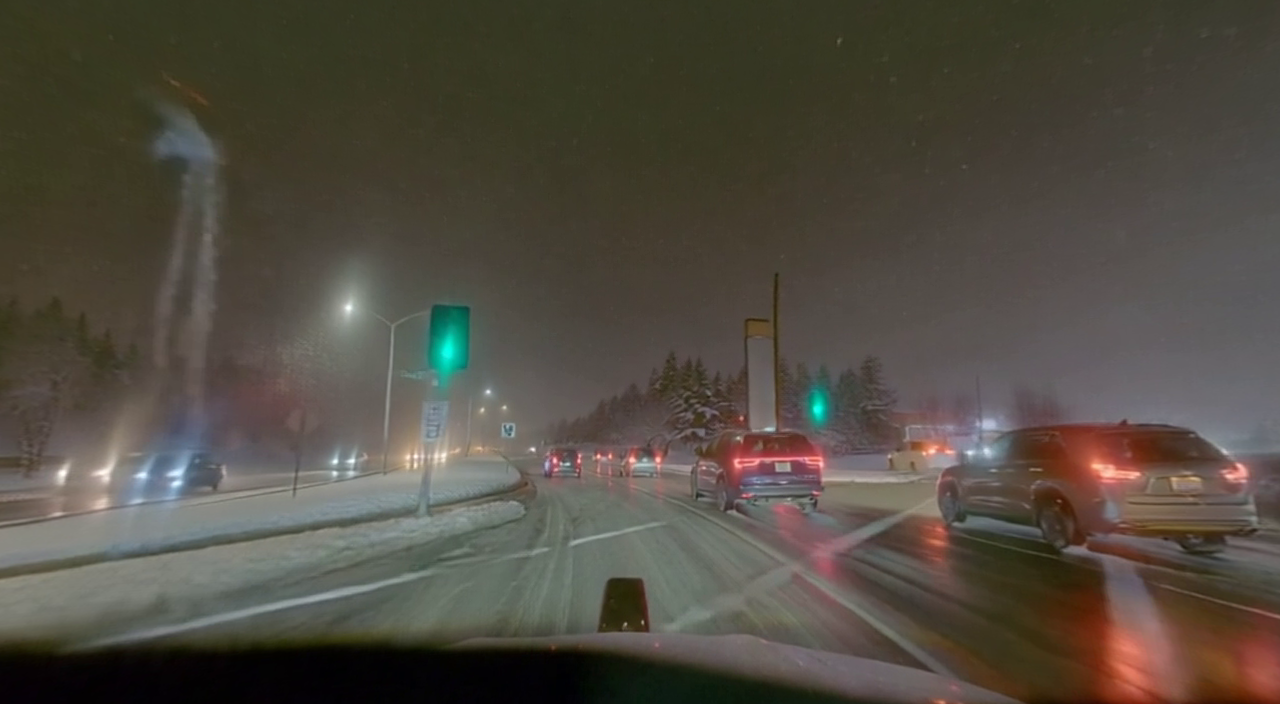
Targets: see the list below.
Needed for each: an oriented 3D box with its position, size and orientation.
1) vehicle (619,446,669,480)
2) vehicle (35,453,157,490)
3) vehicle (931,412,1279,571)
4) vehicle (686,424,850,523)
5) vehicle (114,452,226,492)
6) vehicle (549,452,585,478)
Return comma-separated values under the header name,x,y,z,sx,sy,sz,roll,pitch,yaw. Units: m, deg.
name,x,y,z,sx,sy,sz,roll,pitch,yaw
vehicle,0.133,5.720,32.896,2.012,1.612,4.114,2,-8,-9
vehicle,-25.049,5.486,29.265,2.009,1.525,4.346,1,-8,-5
vehicle,6.072,1.740,8.657,1.881,1.604,4.289,1,-8,-3
vehicle,2.521,2.553,13.883,2.184,1.777,4.712,1,-8,-6
vehicle,-20.932,5.314,28.362,1.871,1.581,4.635,1,-8,-6
vehicle,-4.733,7.205,40.457,2.107,1.527,4.174,1,-8,-8
